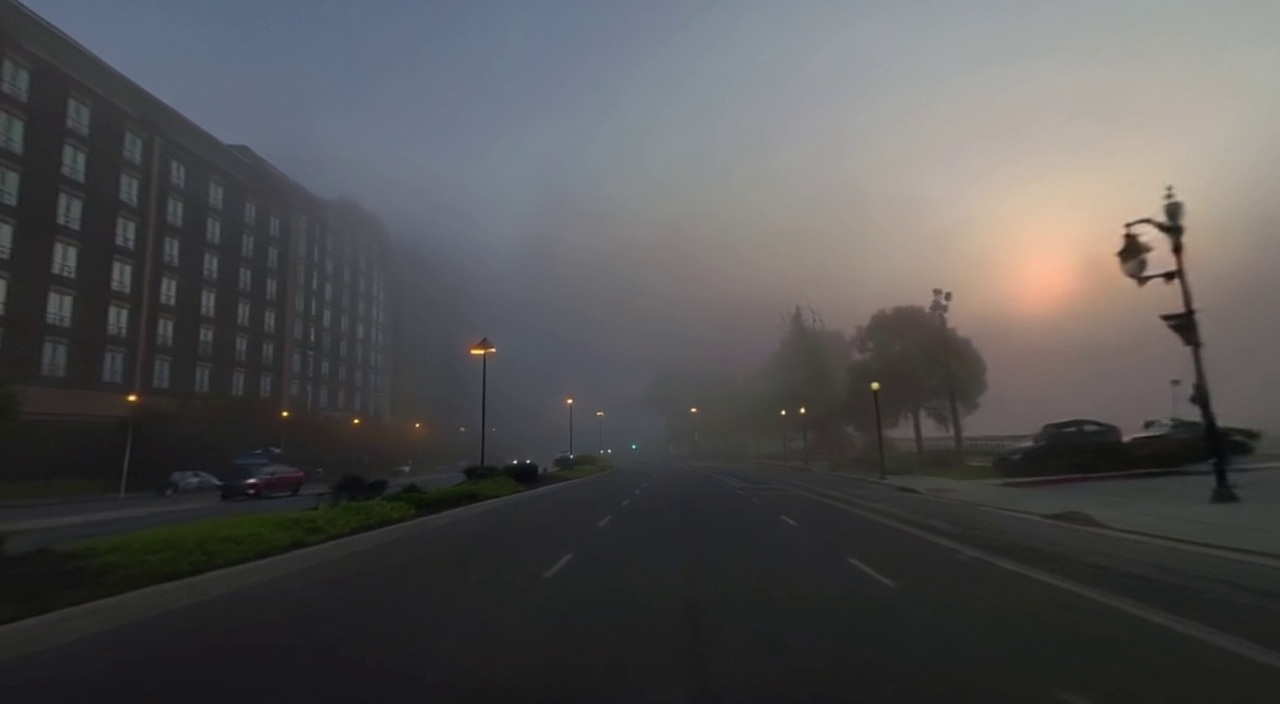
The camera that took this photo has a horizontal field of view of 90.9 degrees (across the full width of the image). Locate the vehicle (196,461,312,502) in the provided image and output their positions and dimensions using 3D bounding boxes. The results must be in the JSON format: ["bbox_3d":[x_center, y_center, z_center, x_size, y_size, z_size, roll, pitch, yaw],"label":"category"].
[{"bbox_3d":[-16.746,5.616,27.690,1.878,1.492,4.648,-1,-8,5],"label":"vehicle"}]

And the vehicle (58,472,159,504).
[{"bbox_3d":[-30.043,7.667,35.818,1.799,1.473,4.490,0,-8,0],"label":"vehicle"}]
